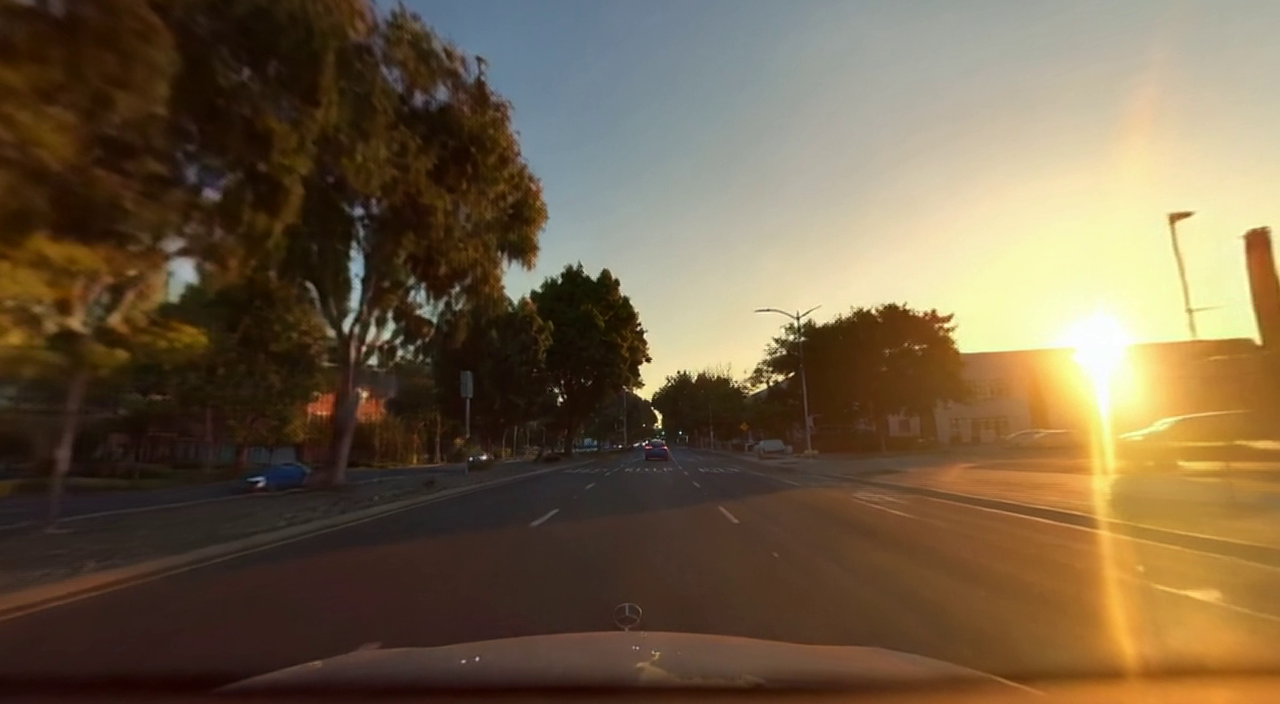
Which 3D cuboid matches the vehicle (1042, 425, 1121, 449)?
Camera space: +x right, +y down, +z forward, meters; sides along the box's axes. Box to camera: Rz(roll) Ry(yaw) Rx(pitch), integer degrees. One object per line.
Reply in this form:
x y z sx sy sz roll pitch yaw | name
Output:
31.722 6.153 45.199 4.051 1.475 1.949 -3 -9 2 | vehicle

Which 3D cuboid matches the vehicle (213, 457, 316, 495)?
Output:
-16.796 5.544 28.401 1.836 1.469 4.444 0 -9 1 | vehicle

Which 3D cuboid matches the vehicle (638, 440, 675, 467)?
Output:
0.978 6.148 38.157 2.144 1.505 4.128 0 -9 1 | vehicle
